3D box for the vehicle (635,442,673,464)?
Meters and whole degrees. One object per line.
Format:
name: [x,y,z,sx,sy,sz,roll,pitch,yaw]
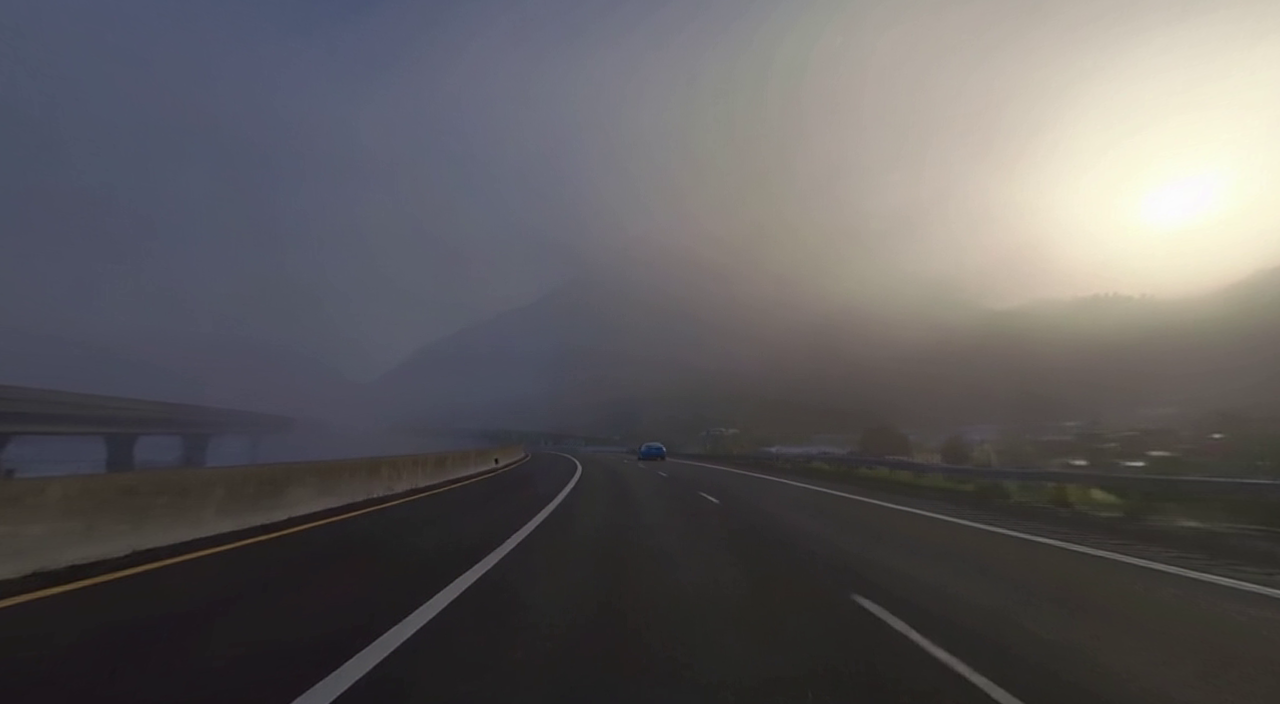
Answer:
vehicle: [0.917,7.214,44.949,1.985,1.440,4.466,1,-9,-8]
